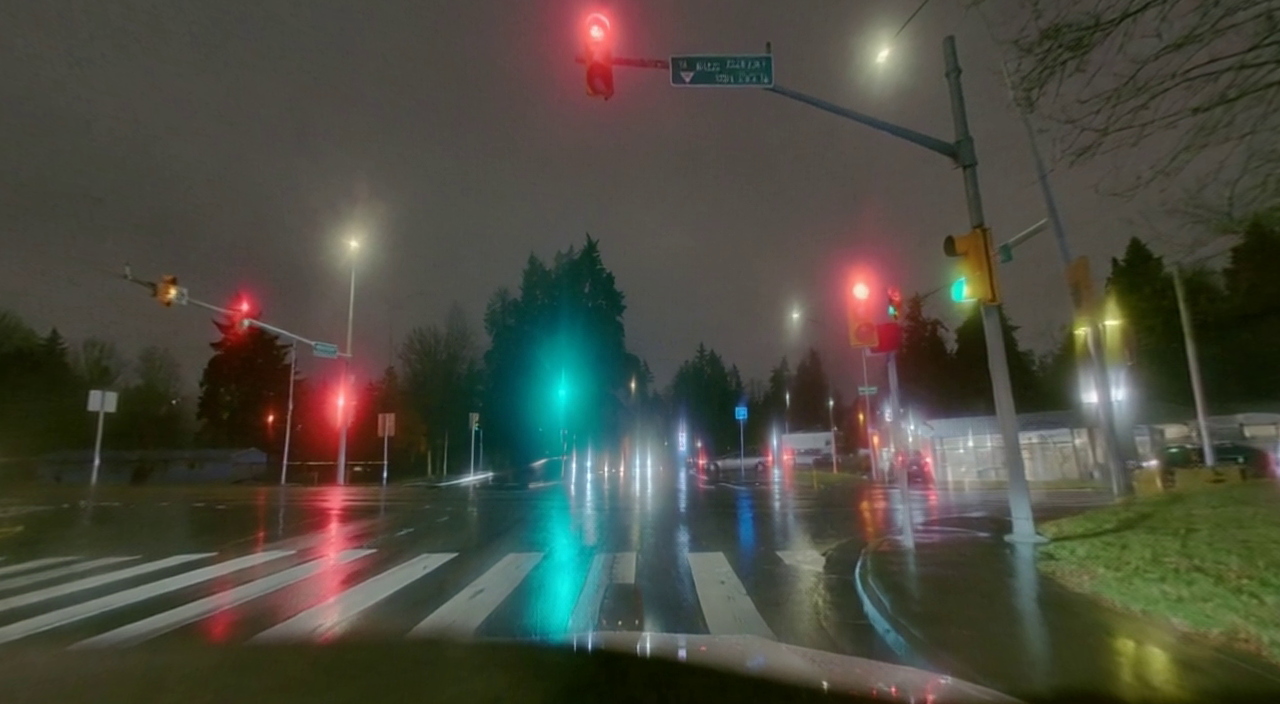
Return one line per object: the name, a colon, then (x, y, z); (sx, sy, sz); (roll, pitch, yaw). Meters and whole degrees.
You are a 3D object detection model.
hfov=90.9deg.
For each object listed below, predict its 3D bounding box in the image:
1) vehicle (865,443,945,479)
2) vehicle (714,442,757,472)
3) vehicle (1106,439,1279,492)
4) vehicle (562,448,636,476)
vehicle: (12.416, 5.211, 29.808); (1.922, 1.529, 3.964); (0, -12, -1)
vehicle: (6.901, 7.569, 45.703); (1.491, 2.041, 2.964); (6, -10, -33)
vehicle: (16.817, 3.398, 19.129); (3.876, 1.512, 1.784); (0, -8, -1)
vehicle: (-2.451, 6.436, 37.143); (3.991, 1.526, 1.868); (-5, -9, 31)
